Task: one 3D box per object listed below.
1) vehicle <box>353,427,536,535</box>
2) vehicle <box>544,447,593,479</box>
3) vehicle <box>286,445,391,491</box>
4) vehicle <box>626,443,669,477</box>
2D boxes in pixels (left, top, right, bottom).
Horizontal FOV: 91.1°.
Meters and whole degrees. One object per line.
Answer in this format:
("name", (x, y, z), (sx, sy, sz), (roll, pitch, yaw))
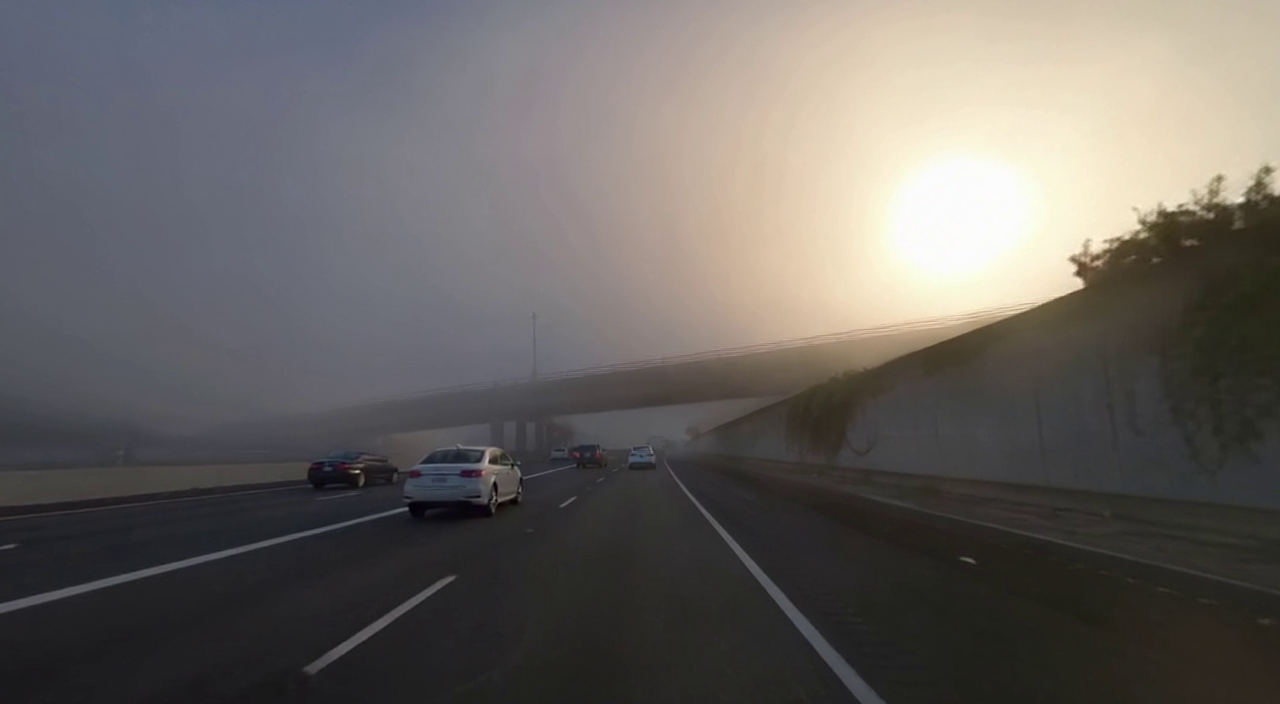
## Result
("vehicle", (-3.600, 2.459, 12.649), (2.161, 1.759, 4.482), (0, -8, 1))
("vehicle", (-3.730, 5.853, 33.404), (1.997, 1.490, 4.471), (0, -8, 1))
("vehicle", (-11.996, 4.597, 25.348), (1.954, 1.640, 4.339), (0, -8, 1))
("vehicle", (0.389, 5.718, 33.554), (2.160, 1.678, 4.178), (0, -8, 0))
